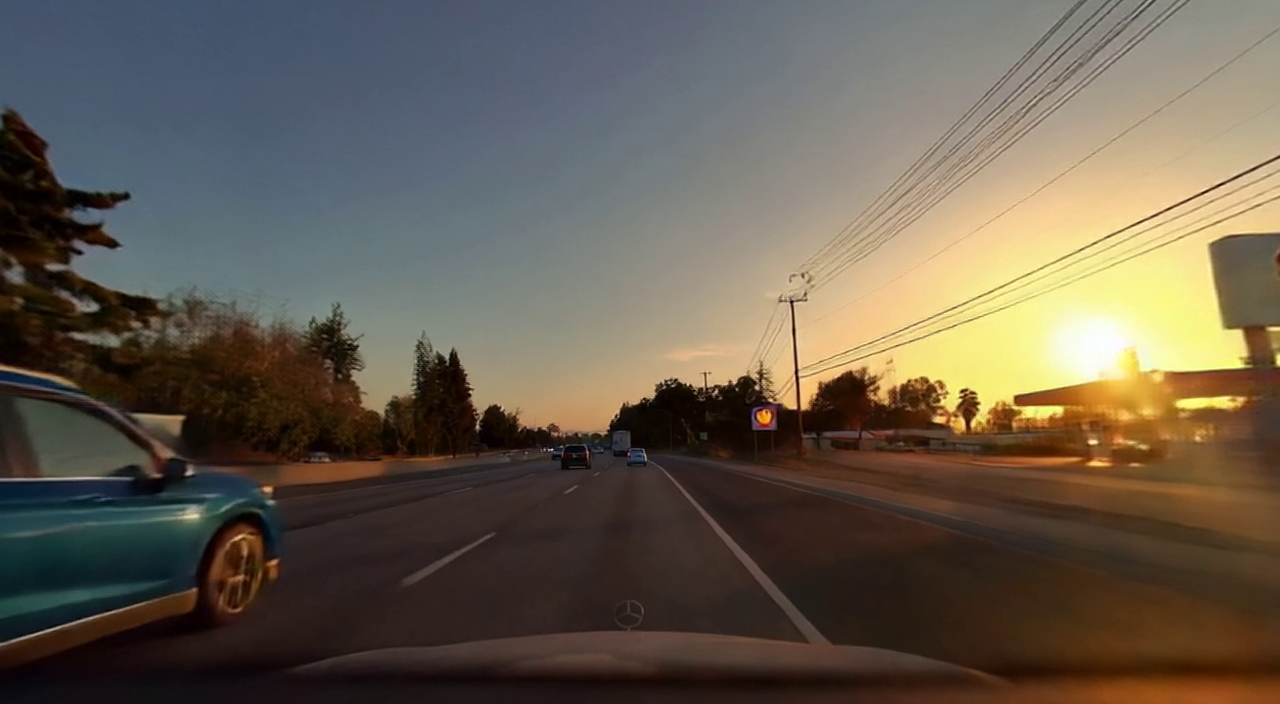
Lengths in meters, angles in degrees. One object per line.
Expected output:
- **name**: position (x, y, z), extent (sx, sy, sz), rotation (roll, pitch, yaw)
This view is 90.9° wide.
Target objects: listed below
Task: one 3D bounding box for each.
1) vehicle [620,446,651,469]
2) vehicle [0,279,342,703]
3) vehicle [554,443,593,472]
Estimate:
- **vehicle**: position (-0.361, 7.401, 44.412), extent (1.982, 1.524, 3.800), rotation (0, -8, -2)
- **vehicle**: position (-4.139, 0.706, 2.580), extent (2.694, 2.081, 6.099), rotation (0, -8, 2)
- **vehicle**: position (-4.667, 7.501, 45.051), extent (2.273, 1.884, 4.515), rotation (0, -8, 0)
